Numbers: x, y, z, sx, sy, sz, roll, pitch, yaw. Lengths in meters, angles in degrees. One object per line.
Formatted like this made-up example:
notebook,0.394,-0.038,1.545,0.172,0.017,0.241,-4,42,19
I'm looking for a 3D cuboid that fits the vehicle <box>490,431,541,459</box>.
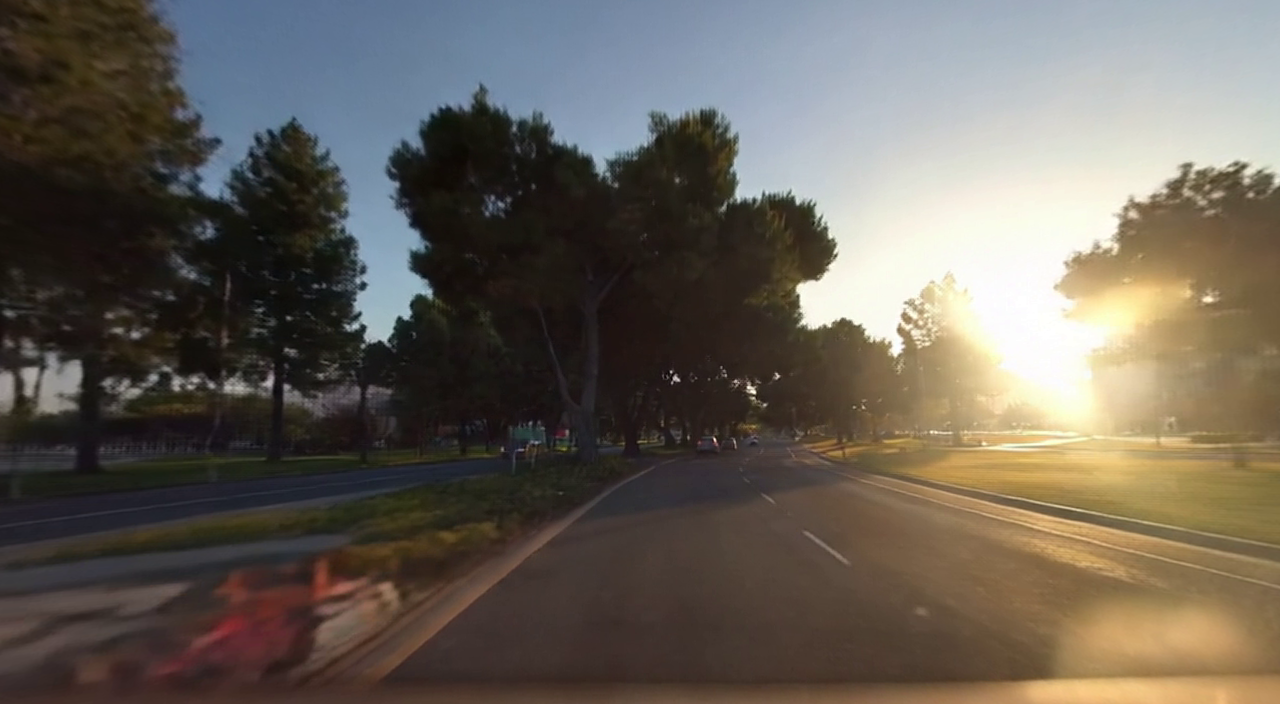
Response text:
vehicle,-9.079,6.858,46.594,2.080,1.984,4.778,-2,-8,10
